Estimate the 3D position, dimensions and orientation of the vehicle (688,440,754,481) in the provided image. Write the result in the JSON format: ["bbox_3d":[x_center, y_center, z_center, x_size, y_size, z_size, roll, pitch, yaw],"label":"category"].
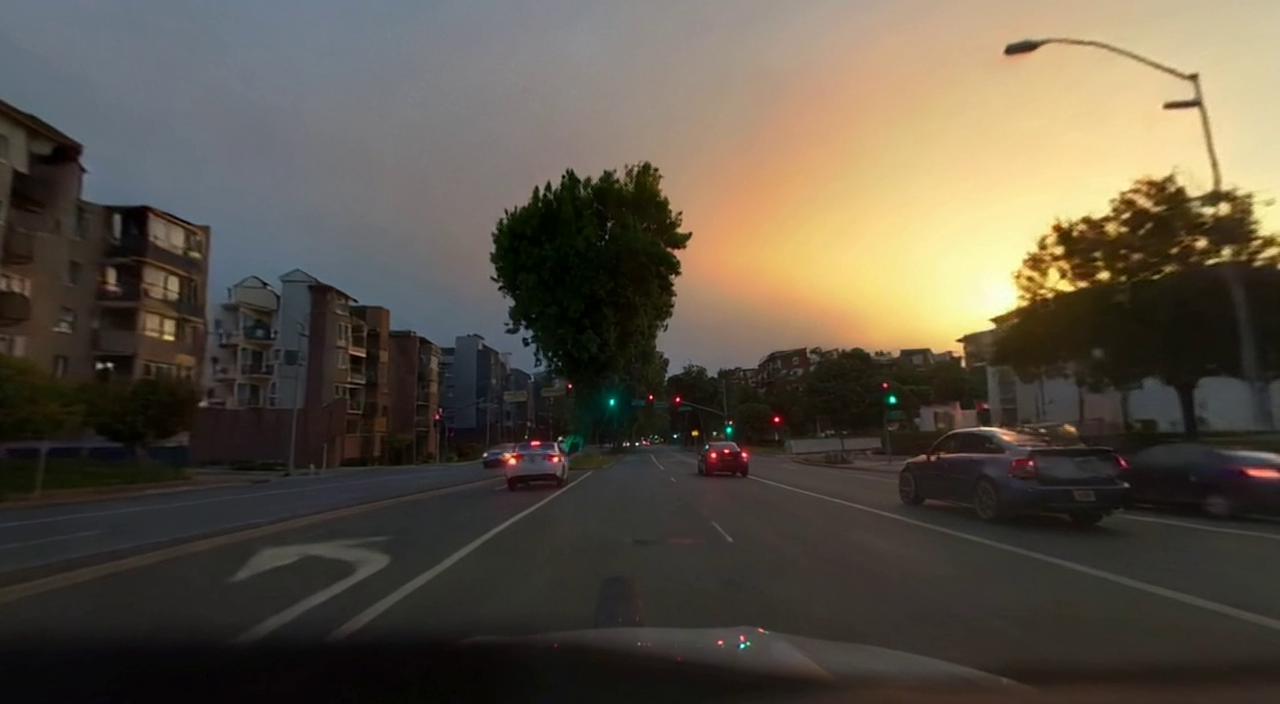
[{"bbox_3d":[3.152,4.331,25.493,2.003,1.480,4.494,0,-9,-1],"label":"vehicle"}]

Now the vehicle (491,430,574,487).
[{"bbox_3d":[-3.458,3.555,21.265,2.065,1.716,4.265,0,-9,0],"label":"vehicle"}]

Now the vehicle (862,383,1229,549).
[{"bbox_3d":[5.982,1.826,10.676,2.427,2.017,5.763,0,-9,1],"label":"vehicle"}]
